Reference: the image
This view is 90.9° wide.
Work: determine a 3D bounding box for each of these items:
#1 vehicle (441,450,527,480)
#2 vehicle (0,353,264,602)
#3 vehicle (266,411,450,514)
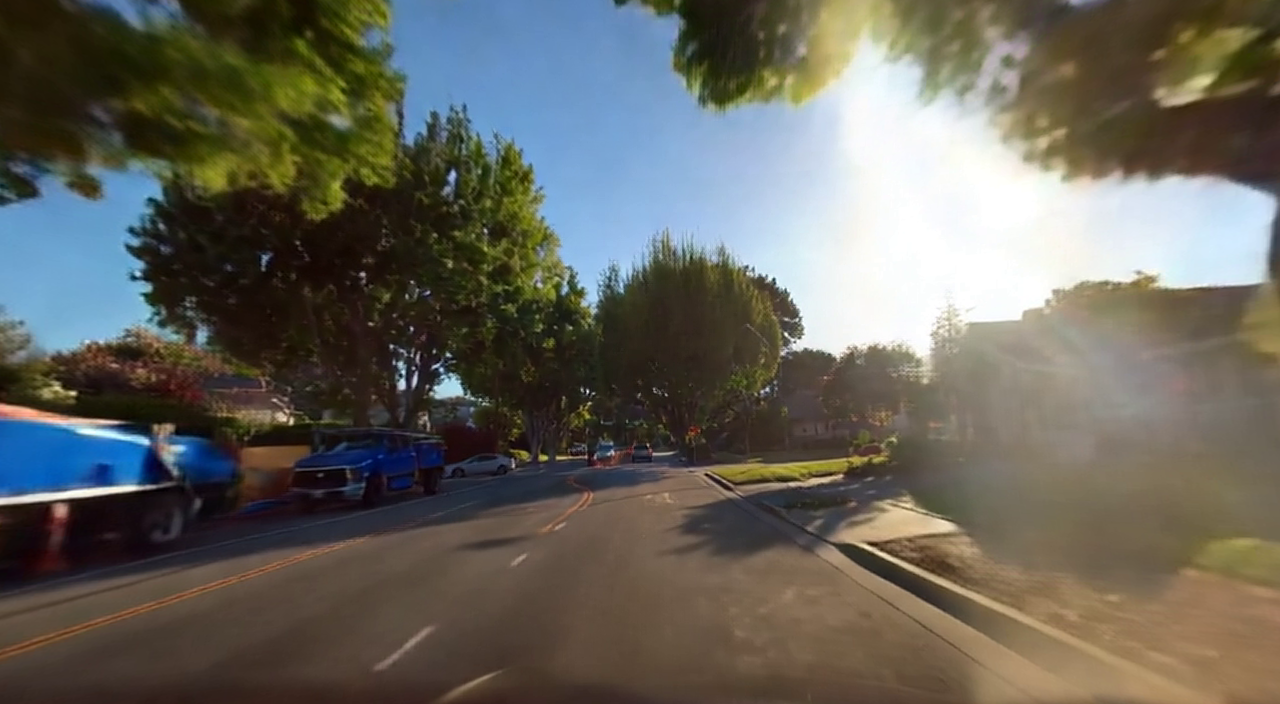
[{"bbox_3d":[-9.176,6.682,37.453,4.594,1.696,1.971,0,-8,-1],"label":"vehicle"},{"bbox_3d":[-9.476,1.632,8.332,2.970,3.068,9.784,0,-8,0],"label":"vehicle"},{"bbox_3d":[-9.216,3.719,21.780,2.816,2.723,7.506,-5,-9,1],"label":"vehicle"}]
